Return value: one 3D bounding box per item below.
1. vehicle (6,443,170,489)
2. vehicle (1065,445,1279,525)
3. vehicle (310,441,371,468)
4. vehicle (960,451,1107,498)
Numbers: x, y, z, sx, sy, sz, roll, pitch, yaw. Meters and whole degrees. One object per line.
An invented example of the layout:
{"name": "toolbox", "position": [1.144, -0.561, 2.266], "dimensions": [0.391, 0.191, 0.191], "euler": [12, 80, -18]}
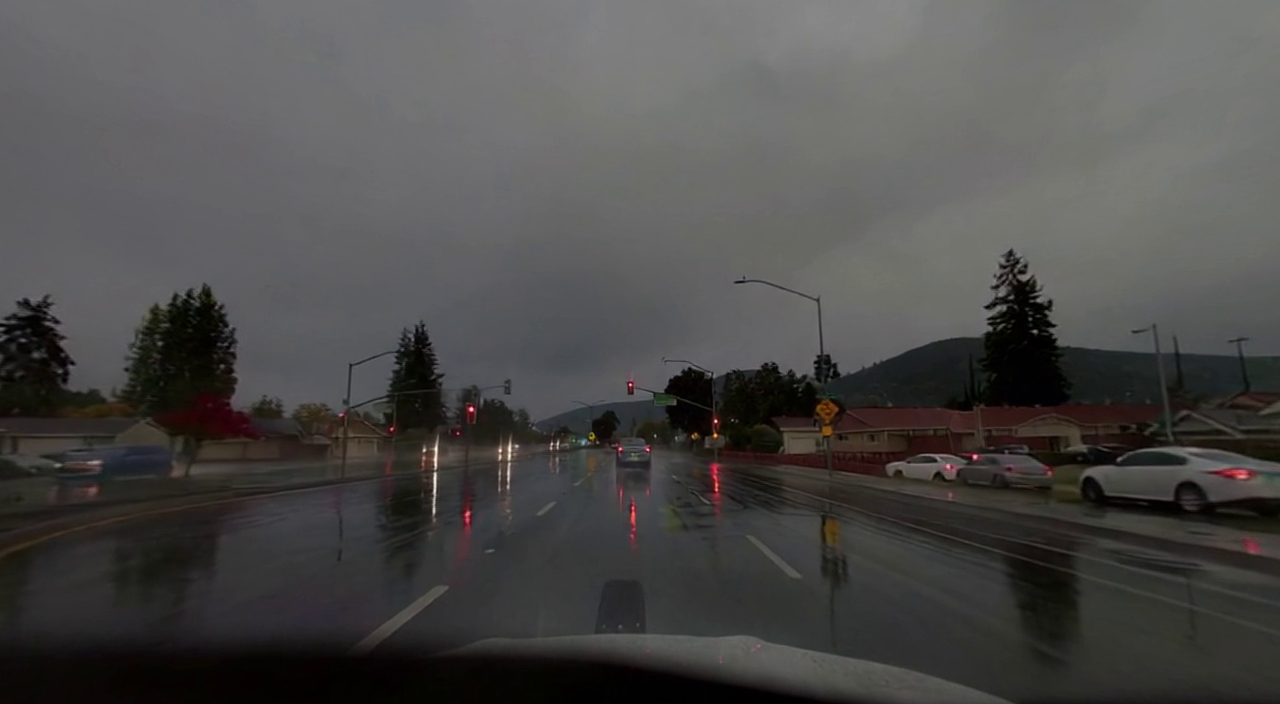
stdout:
{"name": "vehicle", "position": [-19.393, 4.003, 22.519], "dimensions": [1.918, 1.472, 4.360], "euler": [0, -9, 0]}
{"name": "vehicle", "position": [12.467, 2.884, 14.410], "dimensions": [2.128, 1.467, 4.987], "euler": [0, -9, 1]}
{"name": "vehicle", "position": [-19.649, 6.752, 41.663], "dimensions": [1.913, 1.693, 4.345], "euler": [0, -9, 0]}
{"name": "vehicle", "position": [12.660, 3.932, 20.747], "dimensions": [1.903, 1.330, 4.470], "euler": [0, -9, -1]}
